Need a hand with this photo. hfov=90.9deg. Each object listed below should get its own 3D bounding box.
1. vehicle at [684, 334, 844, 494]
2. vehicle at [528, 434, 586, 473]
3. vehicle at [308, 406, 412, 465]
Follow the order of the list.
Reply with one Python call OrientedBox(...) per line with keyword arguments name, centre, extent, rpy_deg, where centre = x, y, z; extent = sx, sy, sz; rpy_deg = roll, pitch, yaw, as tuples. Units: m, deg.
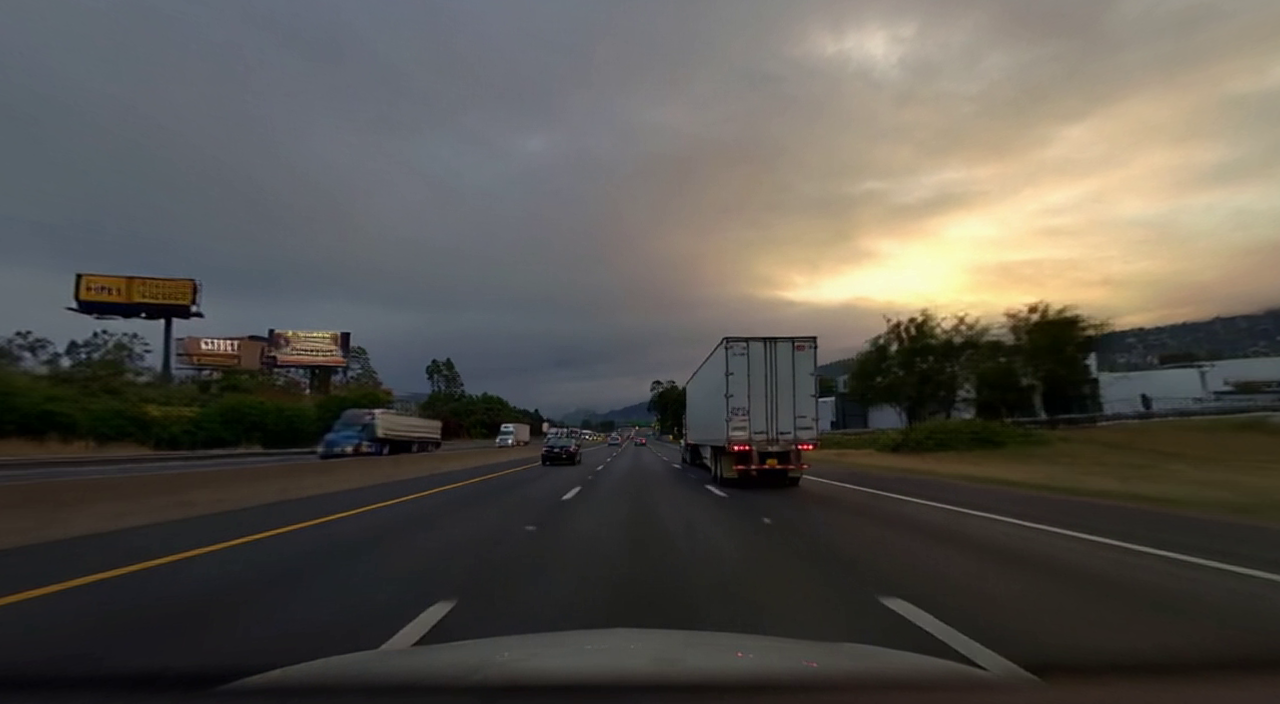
OrientedBox(name="vehicle", centre=(3.327, 2.195, 20.660), extent=(2.871, 3.815, 11.331), rpy_deg=(0, -8, 0))
OrientedBox(name="vehicle", centre=(-3.381, 4.206, 26.440), extent=(1.930, 1.484, 3.849), rpy_deg=(0, -8, 0))
OrientedBox(name="vehicle", centre=(-19.812, 6.047, 45.505), extent=(2.985, 3.765, 9.890), rpy_deg=(0, -8, 0))
